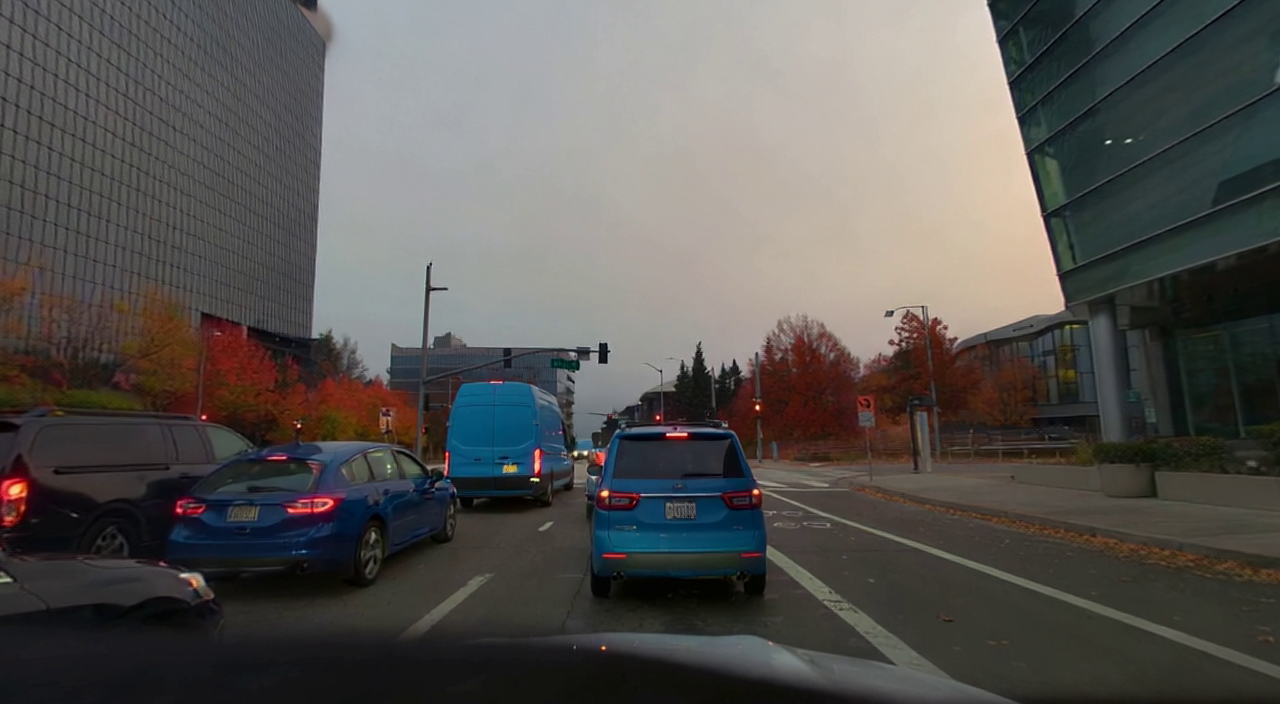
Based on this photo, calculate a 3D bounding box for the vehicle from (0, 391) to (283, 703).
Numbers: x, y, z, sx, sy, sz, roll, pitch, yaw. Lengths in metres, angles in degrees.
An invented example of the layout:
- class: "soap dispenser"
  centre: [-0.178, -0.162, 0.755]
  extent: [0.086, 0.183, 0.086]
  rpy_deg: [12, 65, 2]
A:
- class: "vehicle"
  centre: [-2.907, 0.815, 1.513]
  extent: [1.893, 1.491, 3.798]
  rpy_deg: [0, -9, -1]

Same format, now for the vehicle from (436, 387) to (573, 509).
- class: "vehicle"
  centre: [-3.262, 2.537, 16.593]
  extent: [2.343, 2.635, 5.684]
  rpy_deg: [0, -9, 0]

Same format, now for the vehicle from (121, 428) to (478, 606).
- class: "vehicle"
  centre: [-3.488, 1.756, 7.572]
  extent: [1.955, 1.499, 4.223]
  rpy_deg: [0, -9, 0]

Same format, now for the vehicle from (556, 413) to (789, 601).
- class: "vehicle"
  centre: [0.192, 1.599, 7.212]
  extent: [1.979, 1.562, 3.630]
  rpy_deg: [0, -9, -3]
